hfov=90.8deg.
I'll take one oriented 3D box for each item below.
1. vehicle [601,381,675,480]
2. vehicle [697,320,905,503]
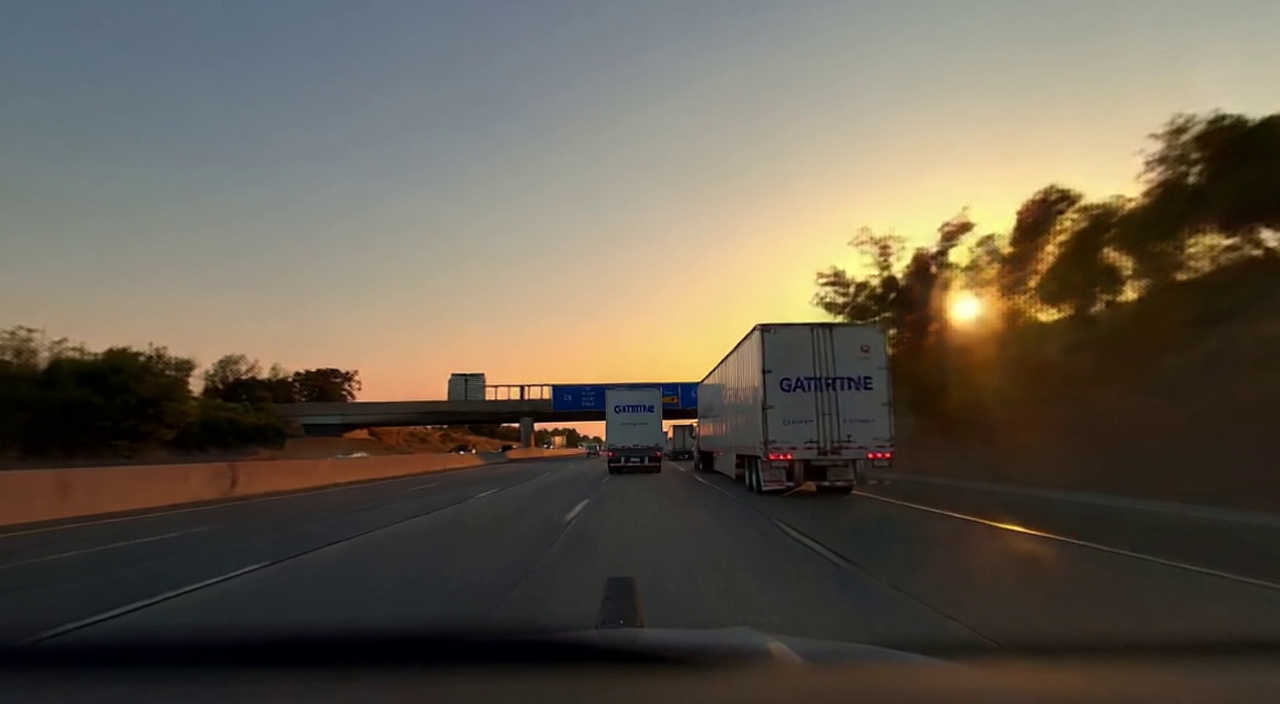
[{"bbox_3d":[-0.095,3.782,29.404,2.864,3.805,9.709,0,-9,0],"label":"vehicle"},{"bbox_3d":[4.243,2.383,21.411,3.044,4.128,14.482,0,-9,-1],"label":"vehicle"}]
